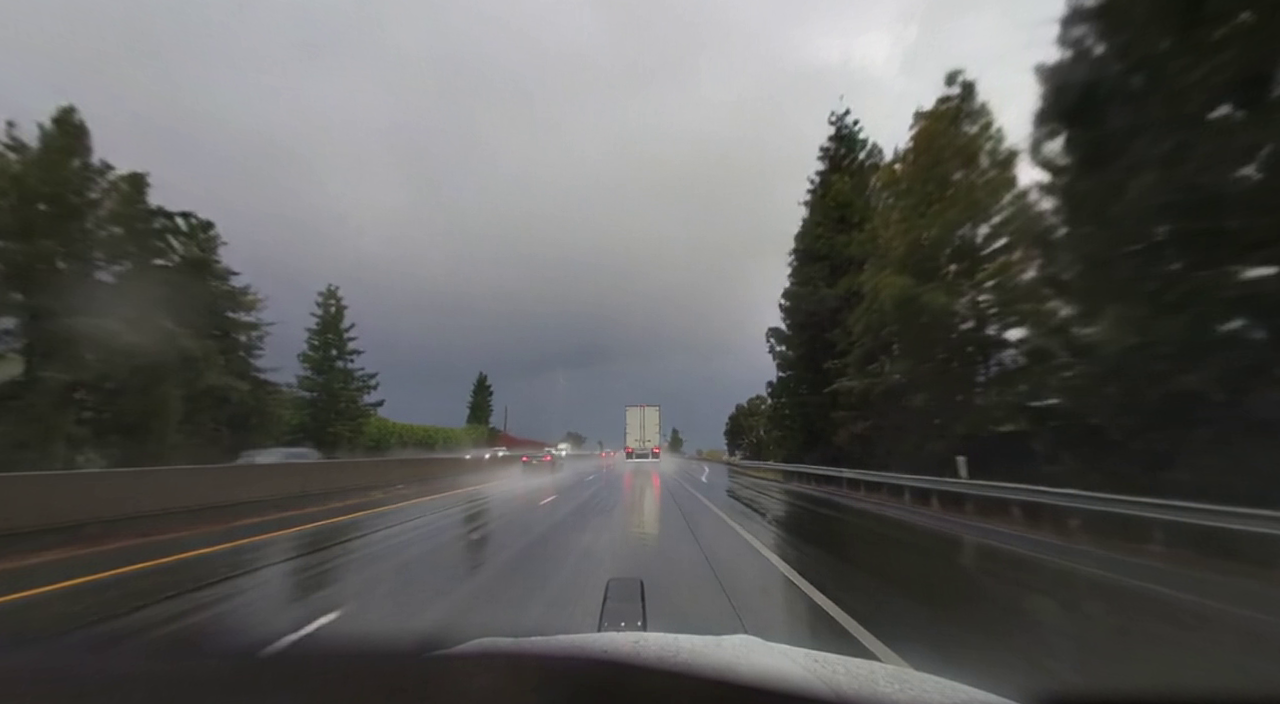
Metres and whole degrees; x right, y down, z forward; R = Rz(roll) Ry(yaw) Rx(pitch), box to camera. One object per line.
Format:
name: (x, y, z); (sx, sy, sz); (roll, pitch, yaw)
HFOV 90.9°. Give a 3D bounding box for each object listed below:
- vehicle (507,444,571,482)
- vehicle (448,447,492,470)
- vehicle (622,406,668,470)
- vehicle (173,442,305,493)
vehicle: (-4.430, 4.965, 28.480); (2.051, 1.538, 4.569); (0, -9, 1)
vehicle: (-13.029, 8.170, 48.576); (1.985, 1.594, 4.906); (0, -9, 1)
vehicle: (0.350, 6.114, 44.375); (2.899, 3.966, 10.053); (0, -8, 0)
vehicle: (-13.577, 3.910, 21.689); (1.828, 1.576, 4.143); (0, -9, -1)
